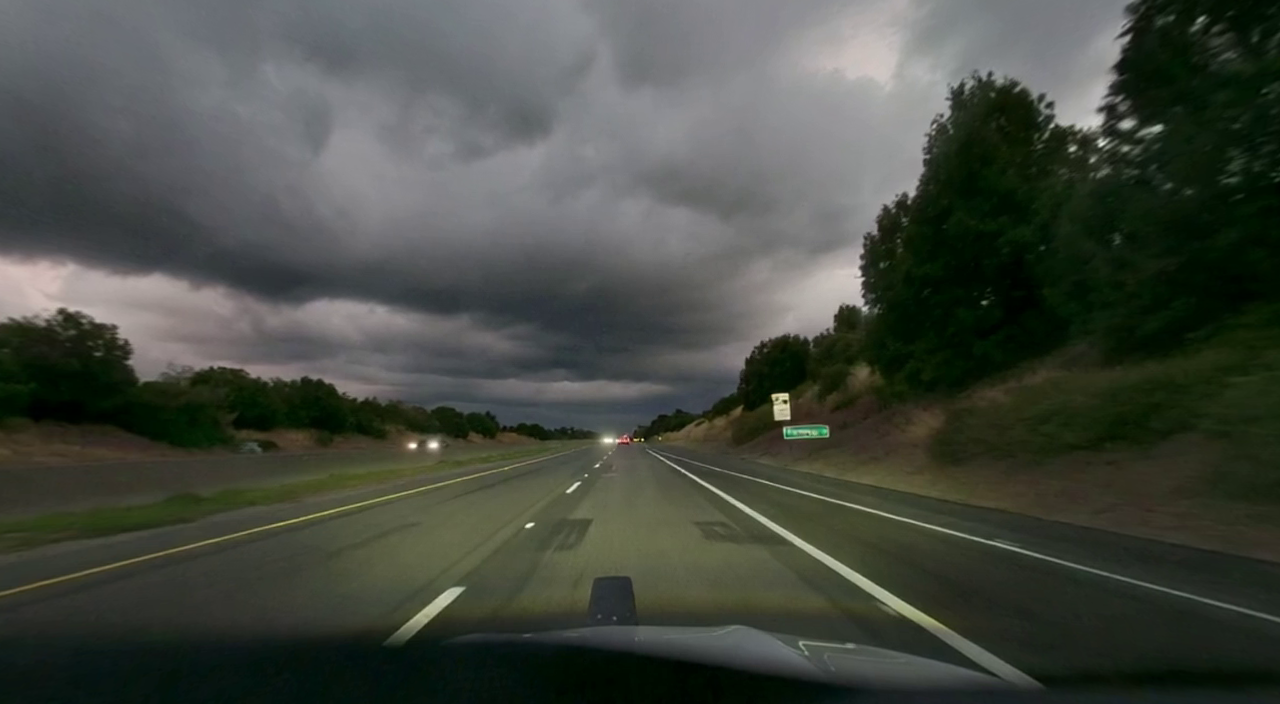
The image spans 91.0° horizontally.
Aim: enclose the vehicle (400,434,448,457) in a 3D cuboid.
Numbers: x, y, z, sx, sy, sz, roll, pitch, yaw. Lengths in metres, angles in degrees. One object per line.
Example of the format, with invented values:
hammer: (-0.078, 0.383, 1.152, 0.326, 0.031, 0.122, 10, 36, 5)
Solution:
vehicle: (-15.214, 6.604, 44.464, 2.111, 1.488, 3.866, 0, -8, -2)
